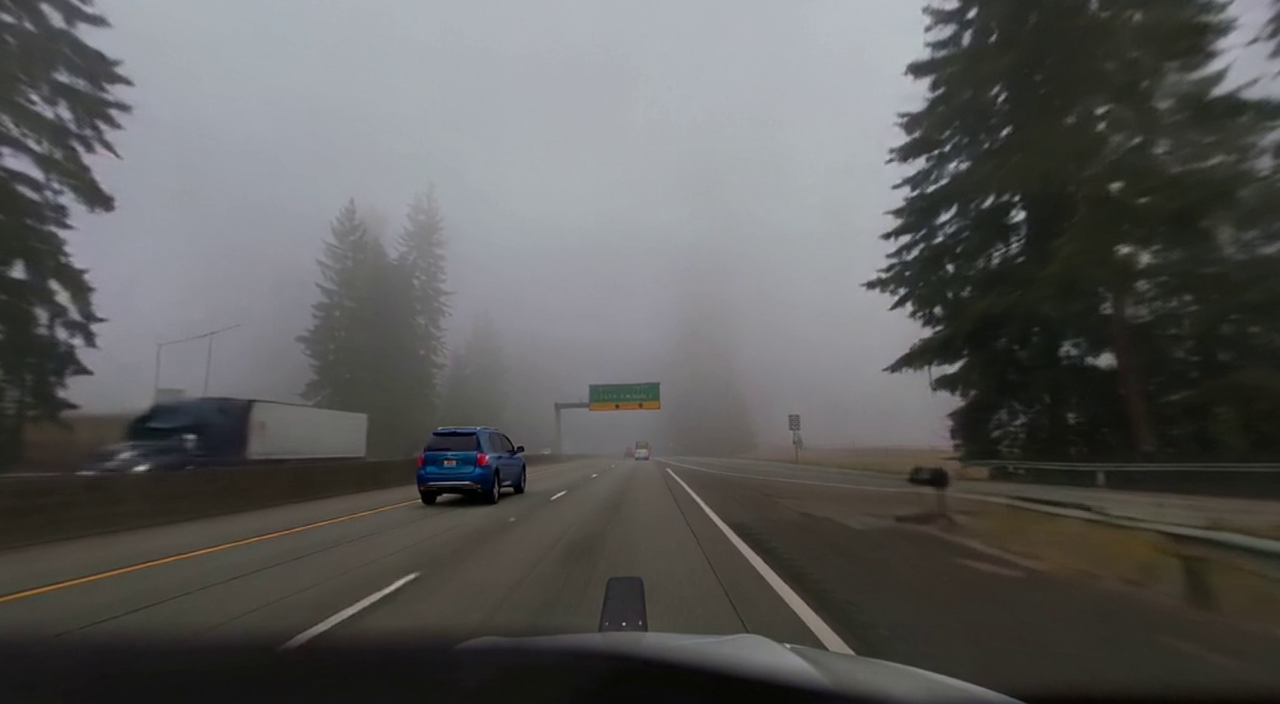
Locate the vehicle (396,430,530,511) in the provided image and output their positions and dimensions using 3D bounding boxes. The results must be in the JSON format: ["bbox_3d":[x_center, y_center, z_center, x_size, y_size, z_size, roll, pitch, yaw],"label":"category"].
[{"bbox_3d":[-4.288,2.936,16.184,2.084,1.752,4.479,0,-8,1],"label":"vehicle"}]

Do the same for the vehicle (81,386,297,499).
[{"bbox_3d":[-18.161,3.791,26.409,3.027,3.973,7.954,0,-8,0],"label":"vehicle"}]
